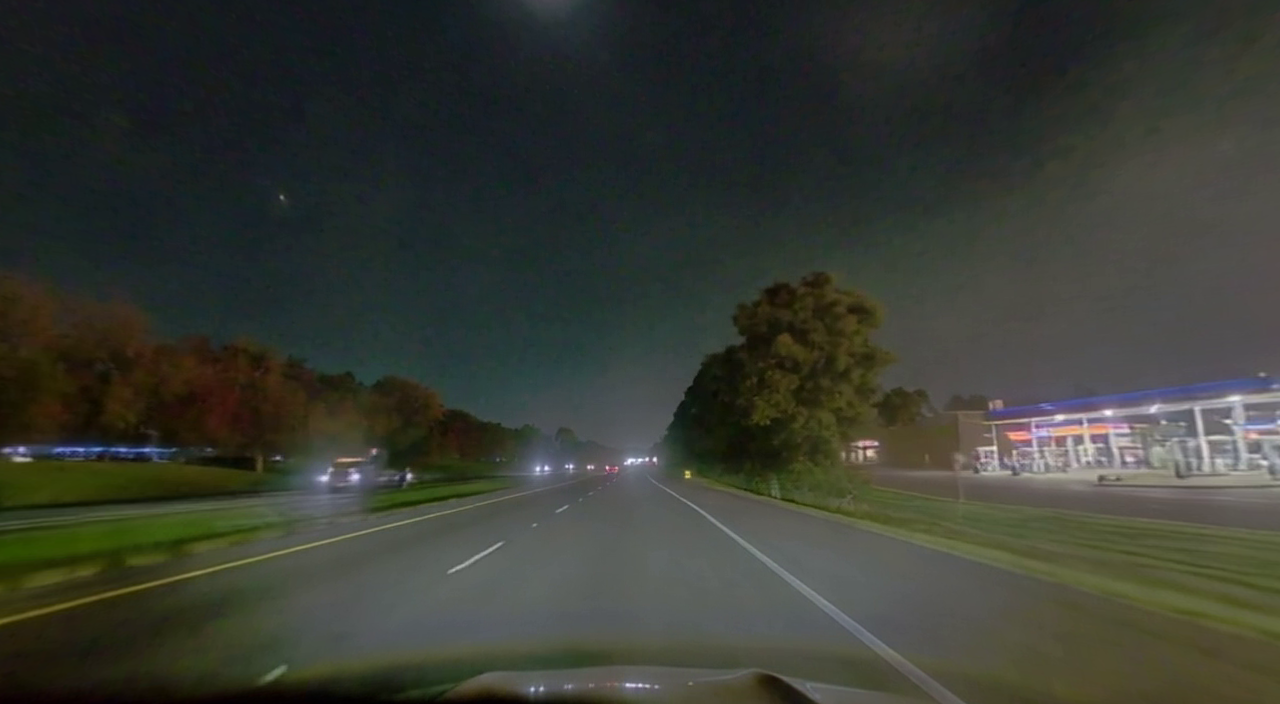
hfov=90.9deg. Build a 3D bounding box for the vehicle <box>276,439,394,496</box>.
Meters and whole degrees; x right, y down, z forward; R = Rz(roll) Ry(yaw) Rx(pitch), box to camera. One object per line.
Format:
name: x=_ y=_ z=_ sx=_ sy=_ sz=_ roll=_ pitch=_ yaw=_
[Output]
vehicle: x=-12.840 y=4.953 z=27.015 sx=2.398 sy=2.134 sz=4.990 roll=1 pitch=-10 yaw=1
